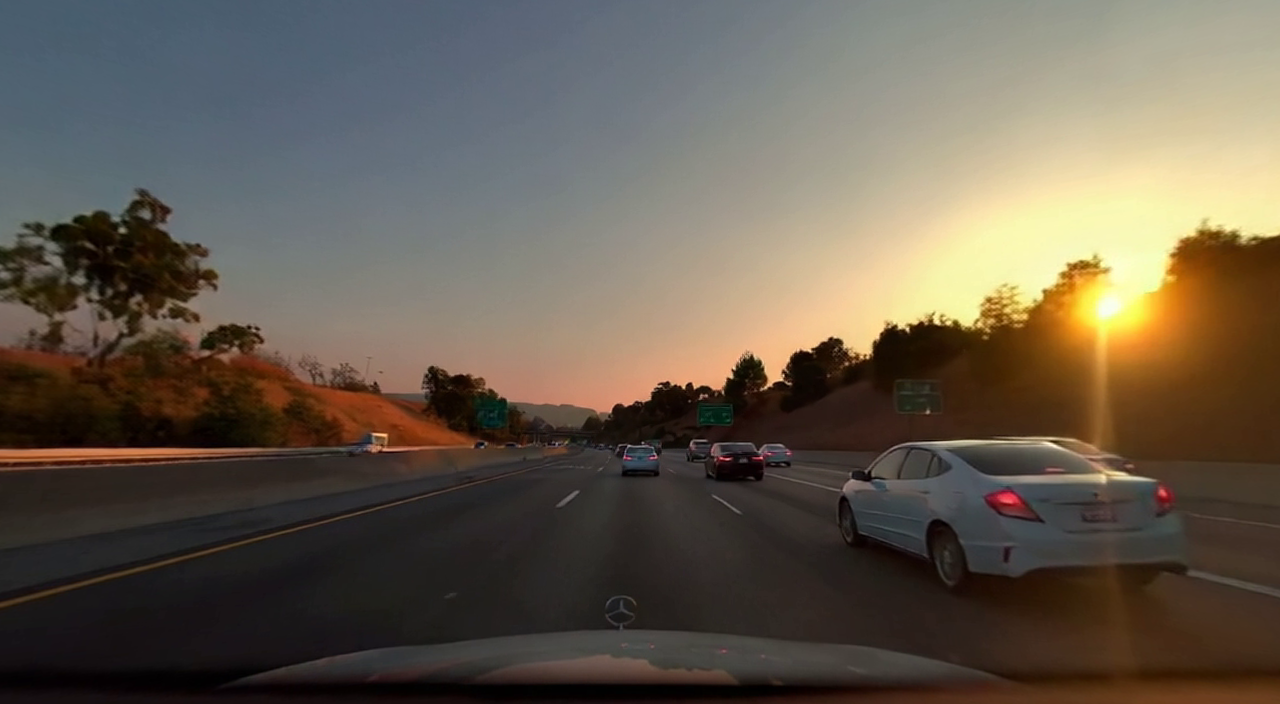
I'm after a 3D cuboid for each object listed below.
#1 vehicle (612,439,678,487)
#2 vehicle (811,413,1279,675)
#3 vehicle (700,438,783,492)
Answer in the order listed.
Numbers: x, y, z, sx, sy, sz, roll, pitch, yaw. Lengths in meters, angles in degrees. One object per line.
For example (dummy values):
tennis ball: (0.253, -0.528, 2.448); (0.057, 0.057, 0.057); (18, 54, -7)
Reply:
vehicle: (0.112, 3.813, 21.969); (2.098, 1.475, 3.997); (0, -9, -1)
vehicle: (3.345, 1.475, 6.129); (1.993, 1.504, 4.781); (0, -8, 0)
vehicle: (3.134, 3.582, 20.387); (1.856, 1.517, 4.198); (0, -9, -2)
